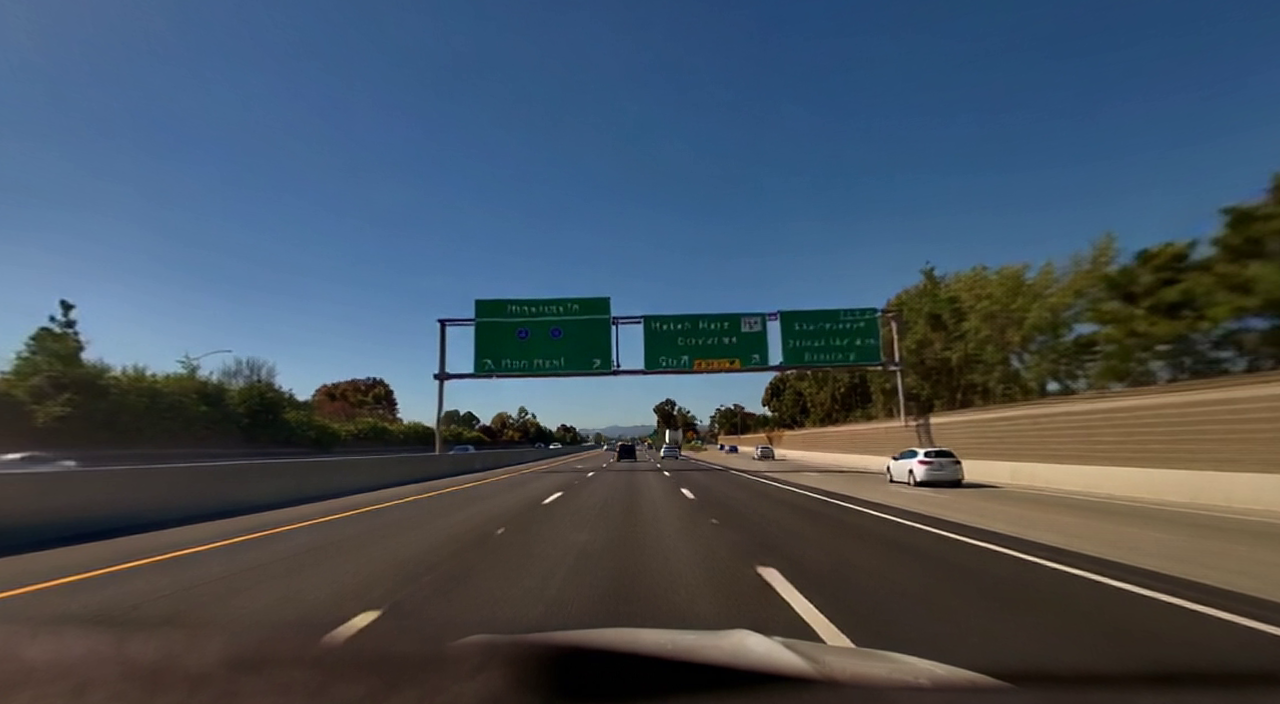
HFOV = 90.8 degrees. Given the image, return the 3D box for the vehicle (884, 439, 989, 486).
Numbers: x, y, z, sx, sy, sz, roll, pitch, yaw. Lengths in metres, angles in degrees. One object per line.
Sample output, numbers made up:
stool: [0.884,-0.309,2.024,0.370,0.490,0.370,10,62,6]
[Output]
vehicle: [11.399,4.252,24.685,1.912,1.673,4.438,0,-8,-1]

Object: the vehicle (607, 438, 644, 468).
vehicle: [-0.855,6.204,38.918,2.121,1.739,4.087,0,-8,-1]

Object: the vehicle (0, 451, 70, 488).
vehicle: [-25.683,4.701,25.481,1.691,1.395,3.857,0,-8,0]
